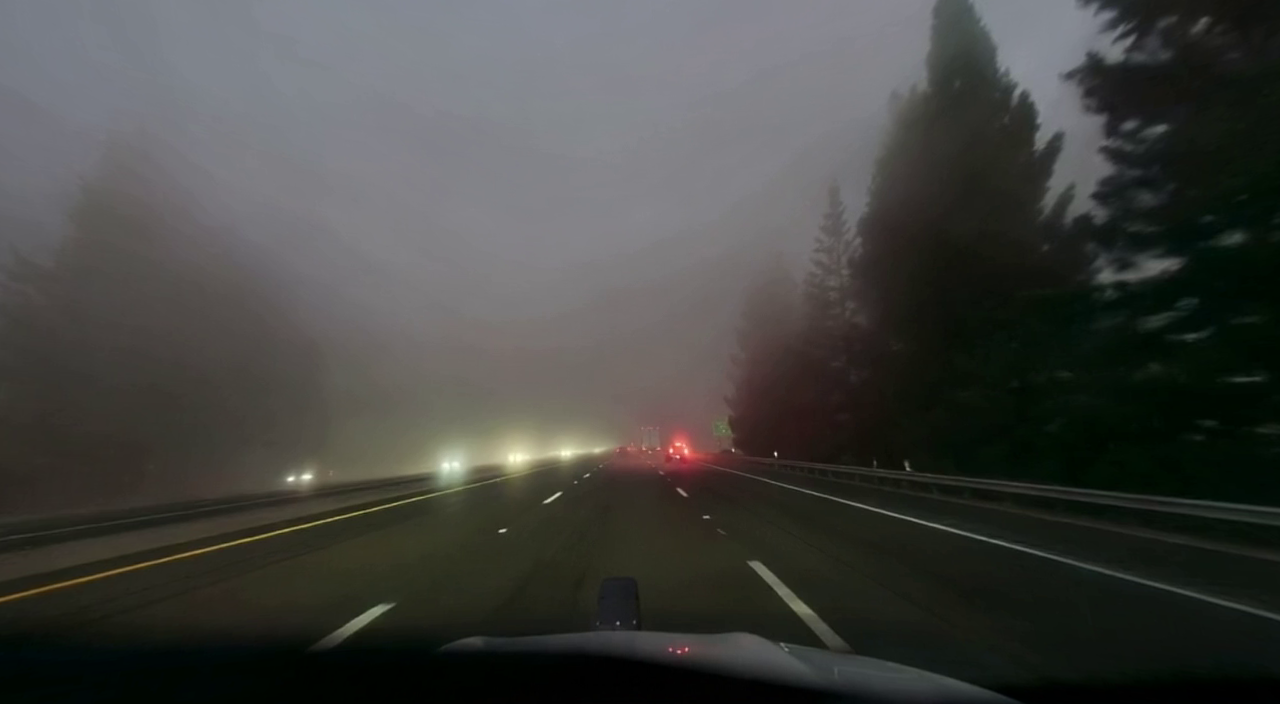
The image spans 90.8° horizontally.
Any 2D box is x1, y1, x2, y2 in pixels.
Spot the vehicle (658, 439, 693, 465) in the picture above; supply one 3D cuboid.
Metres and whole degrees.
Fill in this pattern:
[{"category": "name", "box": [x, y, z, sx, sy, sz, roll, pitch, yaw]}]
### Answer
[{"category": "vehicle", "box": [2.447, 7.036, 44.562, 2.065, 1.760, 4.488, 0, -8, -2]}]
